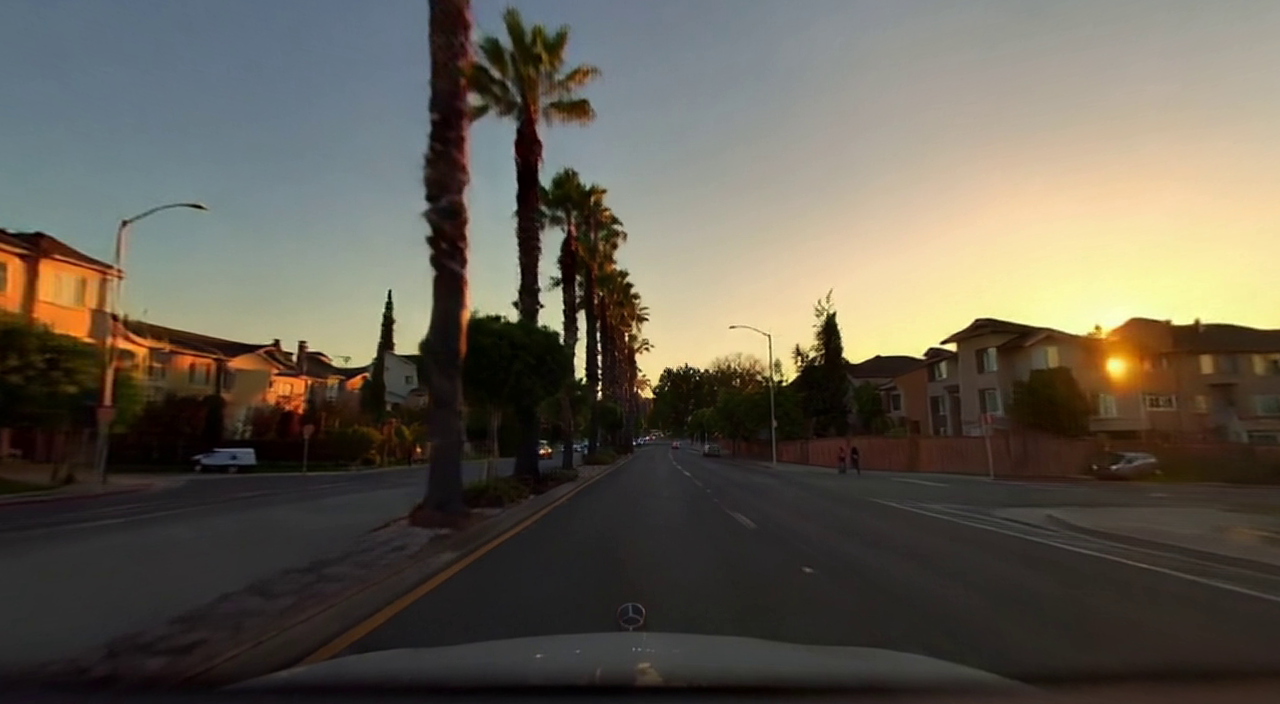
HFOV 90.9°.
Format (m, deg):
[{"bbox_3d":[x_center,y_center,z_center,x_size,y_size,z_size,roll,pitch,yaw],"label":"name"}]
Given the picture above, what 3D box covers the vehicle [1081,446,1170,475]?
[{"bbox_3d":[28.148,6.271,36.754,1.900,1.503,4.553,-1,-8,6],"label":"vehicle"}]
